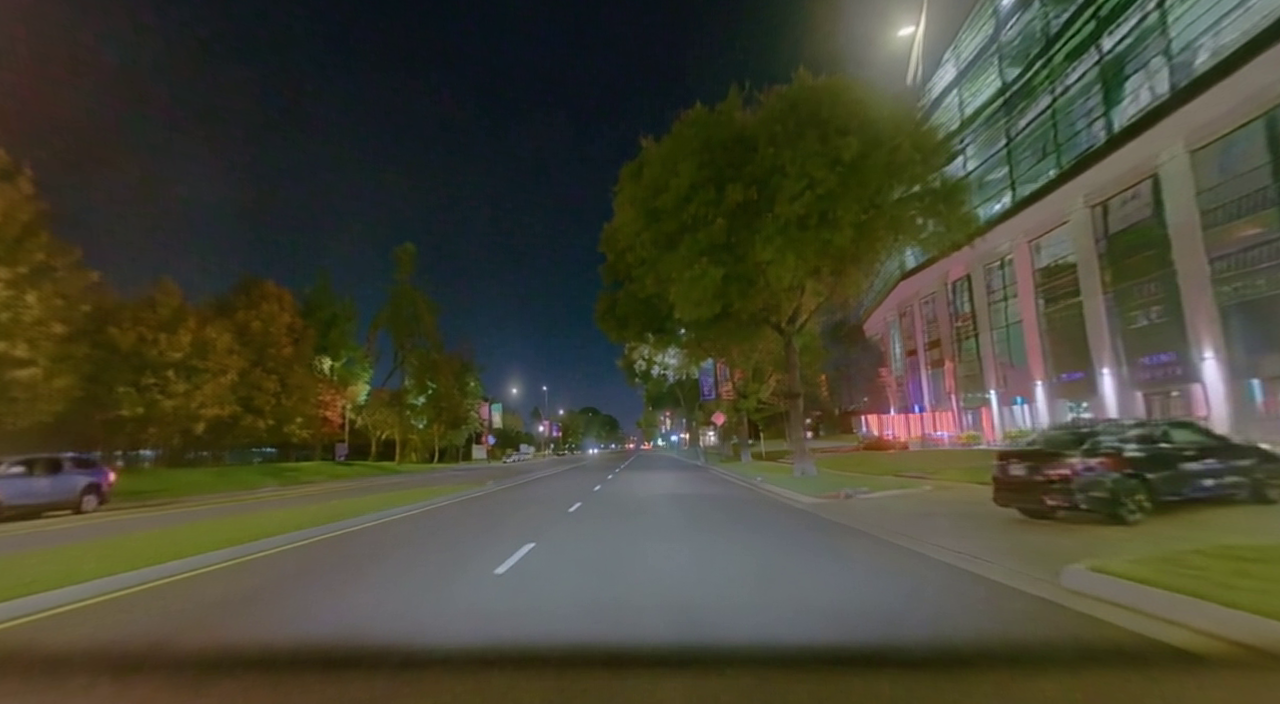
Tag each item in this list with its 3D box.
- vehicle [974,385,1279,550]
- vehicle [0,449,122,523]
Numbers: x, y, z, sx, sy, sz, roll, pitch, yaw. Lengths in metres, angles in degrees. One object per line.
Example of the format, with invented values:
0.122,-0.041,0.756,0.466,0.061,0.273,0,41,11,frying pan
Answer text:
8.500,1.732,10.109,4.716,1.672,2.330,-10,-8,-2,vehicle
-17.293,3.672,17.117,2.301,1.821,4.731,-4,-8,1,vehicle
